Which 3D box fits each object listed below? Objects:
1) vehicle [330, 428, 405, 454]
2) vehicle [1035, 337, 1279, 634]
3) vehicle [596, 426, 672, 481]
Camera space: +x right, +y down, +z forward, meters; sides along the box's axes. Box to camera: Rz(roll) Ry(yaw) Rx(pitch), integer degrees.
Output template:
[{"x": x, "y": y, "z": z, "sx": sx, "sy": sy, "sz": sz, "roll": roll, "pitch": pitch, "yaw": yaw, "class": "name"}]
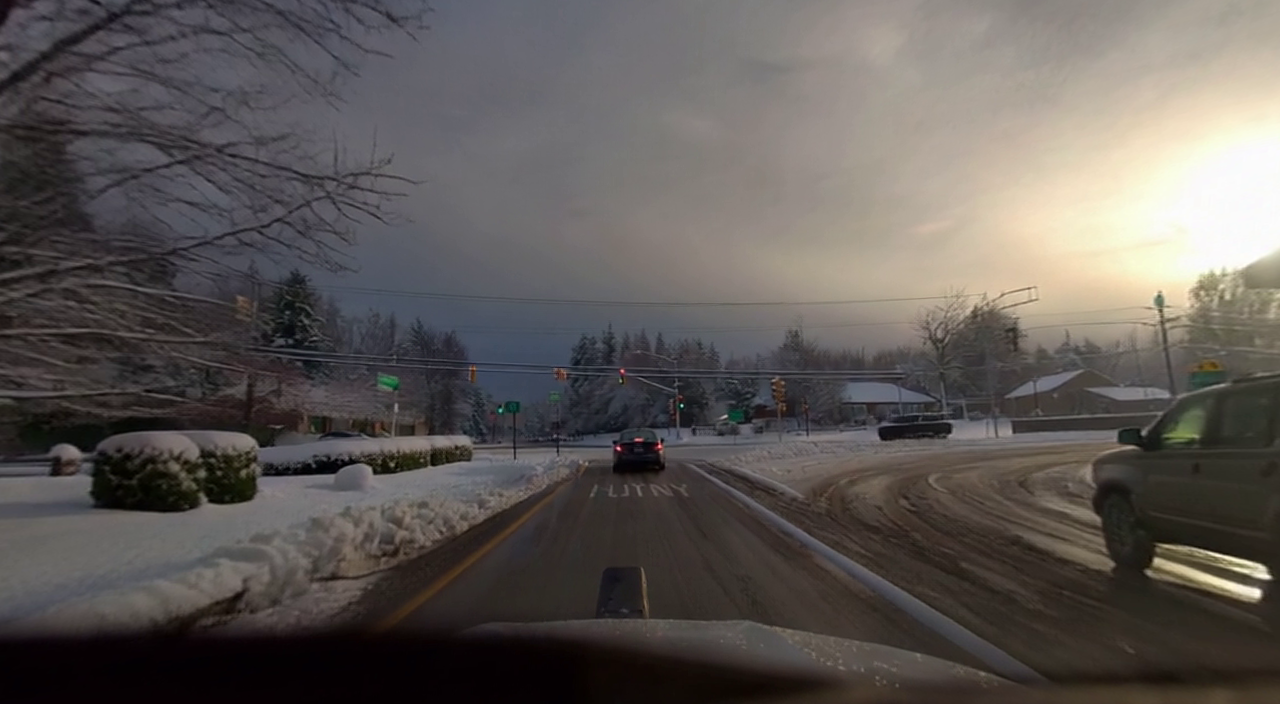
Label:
[{"x": -18.140, "y": 5.919, "z": 42.099, "sx": 4.200, "sy": 1.639, "sz": 1.844, "roll": -1, "pitch": -8, "yaw": 0, "class": "vehicle"}, {"x": 5.200, "y": 0.926, "z": 4.499, "sx": 2.084, "sy": 1.870, "sz": 5.068, "roll": -1, "pitch": -8, "yaw": 9, "class": "vehicle"}, {"x": -0.177, "y": 3.064, "z": 19.334, "sx": 2.056, "sy": 1.473, "sz": 4.380, "roll": 0, "pitch": -8, "yaw": 0, "class": "vehicle"}]
